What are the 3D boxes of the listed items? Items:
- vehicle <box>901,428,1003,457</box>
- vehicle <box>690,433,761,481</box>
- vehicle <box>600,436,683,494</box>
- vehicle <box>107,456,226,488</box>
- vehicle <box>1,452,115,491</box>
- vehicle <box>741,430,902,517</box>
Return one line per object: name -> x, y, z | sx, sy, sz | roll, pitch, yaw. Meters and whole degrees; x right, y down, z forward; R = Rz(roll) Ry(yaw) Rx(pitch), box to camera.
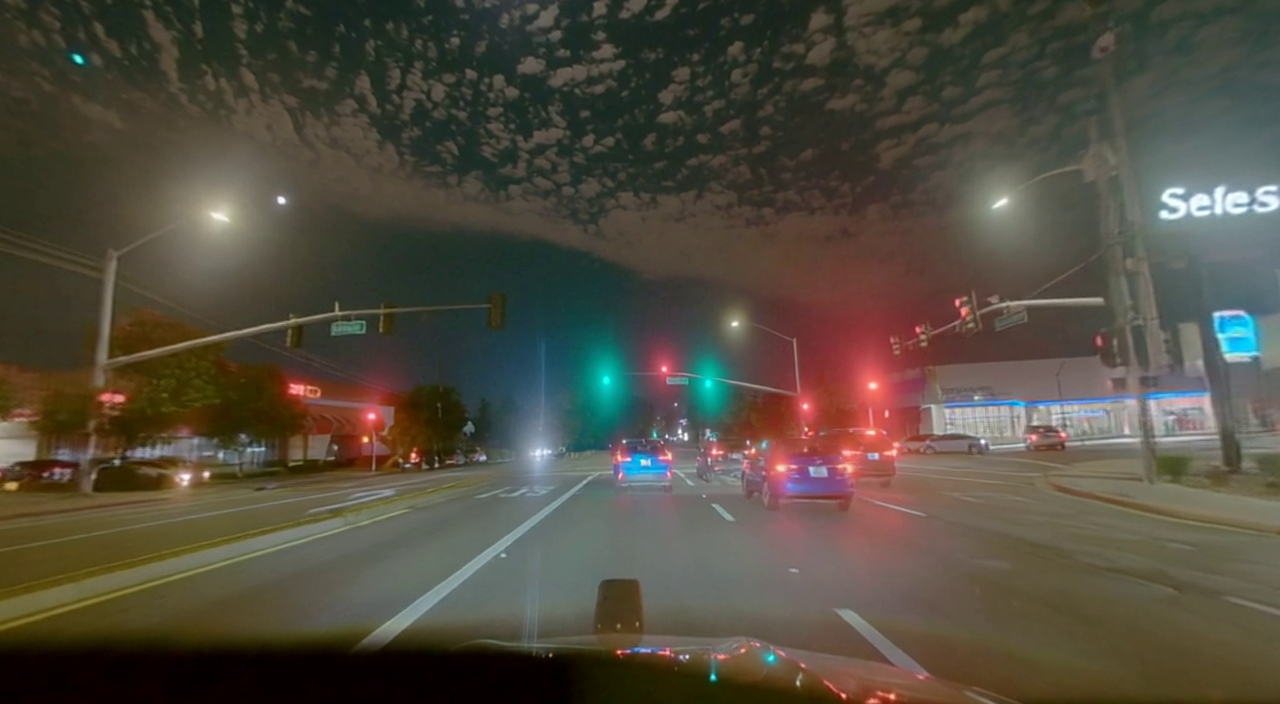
vehicle -> 19.948, 5.831, 40.549 | 5.438, 1.776, 2.032 | 0, -8, 0
vehicle -> 3.140, 3.978, 24.188 | 1.973, 1.633, 4.717 | 0, -8, -1
vehicle -> -0.014, 3.199, 18.281 | 2.135, 1.468, 4.076 | 0, -8, -1
vehicle -> -26.292, 6.664, 35.240 | 4.780, 1.669, 2.232 | 0, -8, -2
vehicle -> -38.404, 7.873, 41.817 | 5.135, 2.388, 2.288 | 0, -9, -1
vehicle -> 3.487, 2.433, 13.203 | 1.889, 1.473, 4.643 | 0, -8, -1
